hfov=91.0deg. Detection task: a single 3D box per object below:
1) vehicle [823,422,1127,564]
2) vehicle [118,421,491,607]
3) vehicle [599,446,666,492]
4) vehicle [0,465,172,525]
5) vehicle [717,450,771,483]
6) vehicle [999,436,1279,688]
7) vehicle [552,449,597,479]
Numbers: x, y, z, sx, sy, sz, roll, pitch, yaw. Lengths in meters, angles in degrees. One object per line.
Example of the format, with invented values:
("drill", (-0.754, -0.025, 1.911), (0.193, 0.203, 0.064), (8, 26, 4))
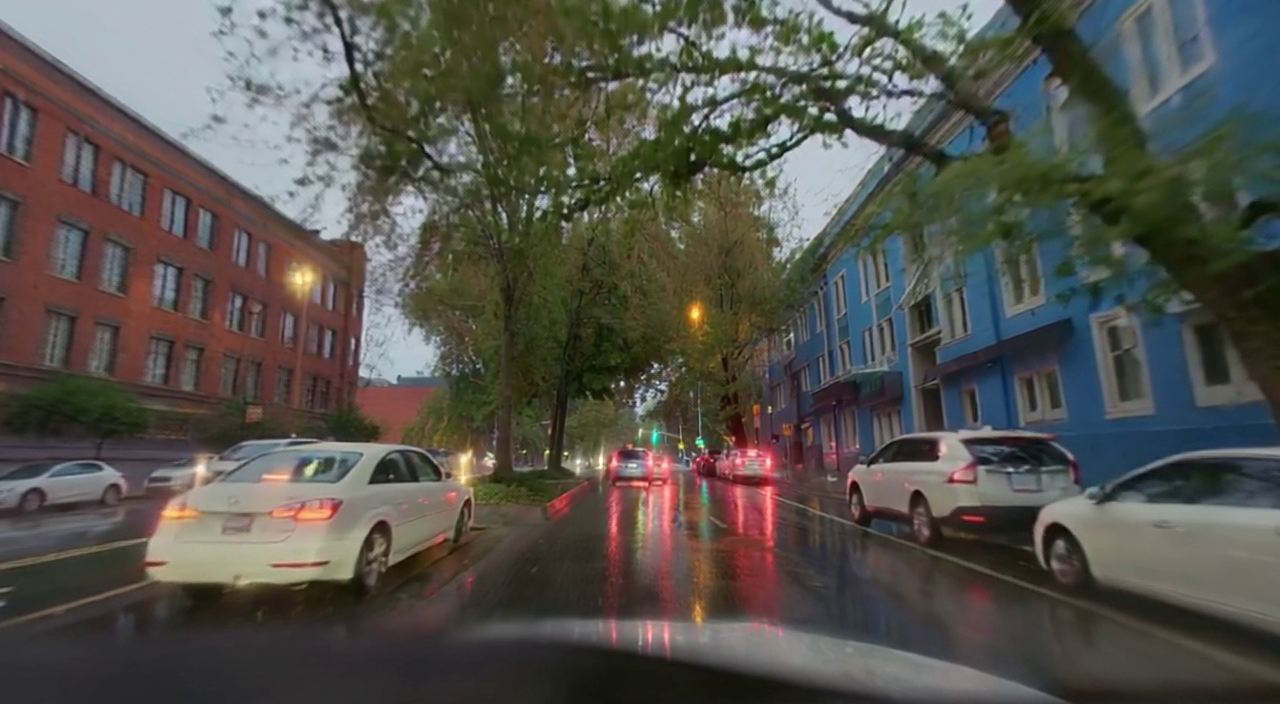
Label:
("vehicle", (4.892, 2.125, 10.296), (2.123, 1.736, 4.795), (1, -9, -3))
("vehicle", (-3.421, 1.729, 7.737), (1.934, 1.548, 4.635), (0, -9, 1))
("vehicle", (-0.286, 4.226, 23.090), (2.230, 1.518, 4.113), (0, -9, -1))
("vehicle", (-17.832, 4.489, 20.269), (1.978, 1.568, 4.632), (0, -9, -1))
("vehicle", (4.968, 5.522, 30.693), (1.832, 1.491, 4.054), (1, -9, -2))
("vehicle", (4.815, 1.377, 4.478), (1.910, 1.499, 4.495), (0, -9, 1))
("vehicle", (-3.640, 6.345, 35.818), (1.972, 1.560, 4.066), (0, -9, 2))
